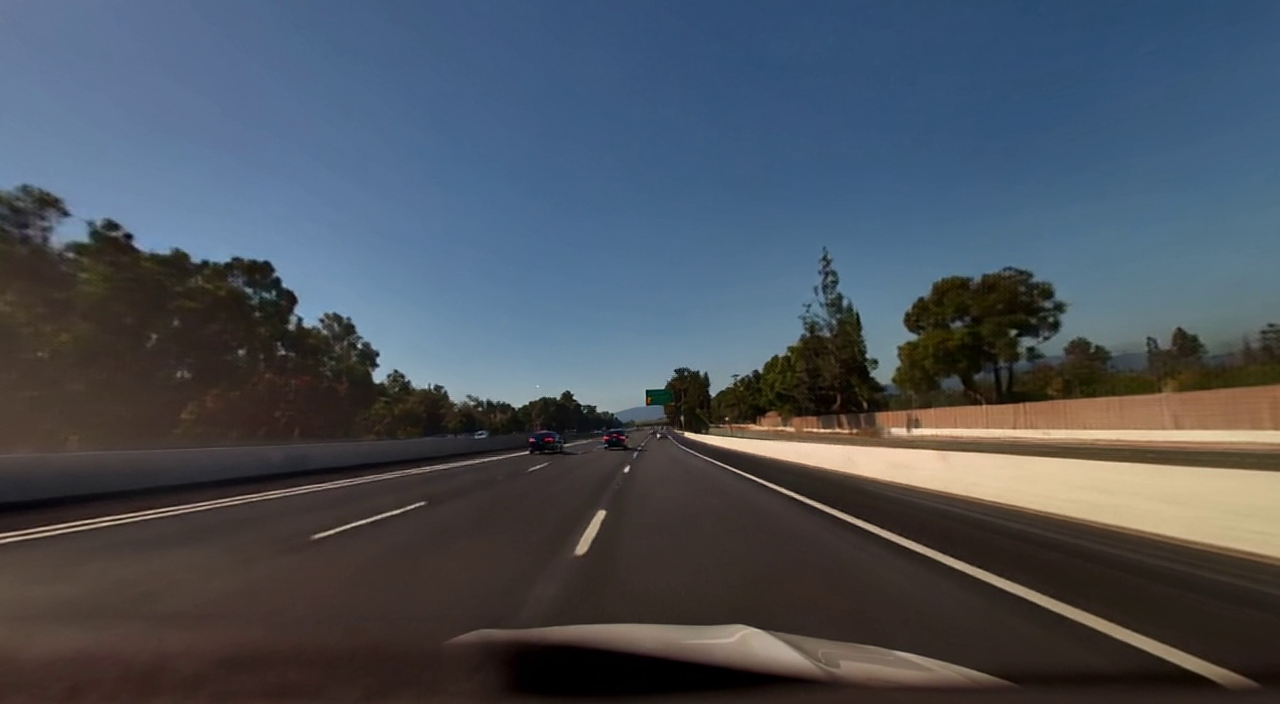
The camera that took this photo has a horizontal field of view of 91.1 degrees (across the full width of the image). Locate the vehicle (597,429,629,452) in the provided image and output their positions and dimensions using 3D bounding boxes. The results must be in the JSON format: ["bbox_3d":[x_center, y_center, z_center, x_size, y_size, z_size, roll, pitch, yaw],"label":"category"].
[{"bbox_3d":[-1.904,6.387,45.694,2.064,1.571,4.225,0,-8,1],"label":"vehicle"}]

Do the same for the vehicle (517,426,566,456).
[{"bbox_3d":[-5.764,5.265,37.244,2.113,1.632,4.409,0,-8,1],"label":"vehicle"}]
